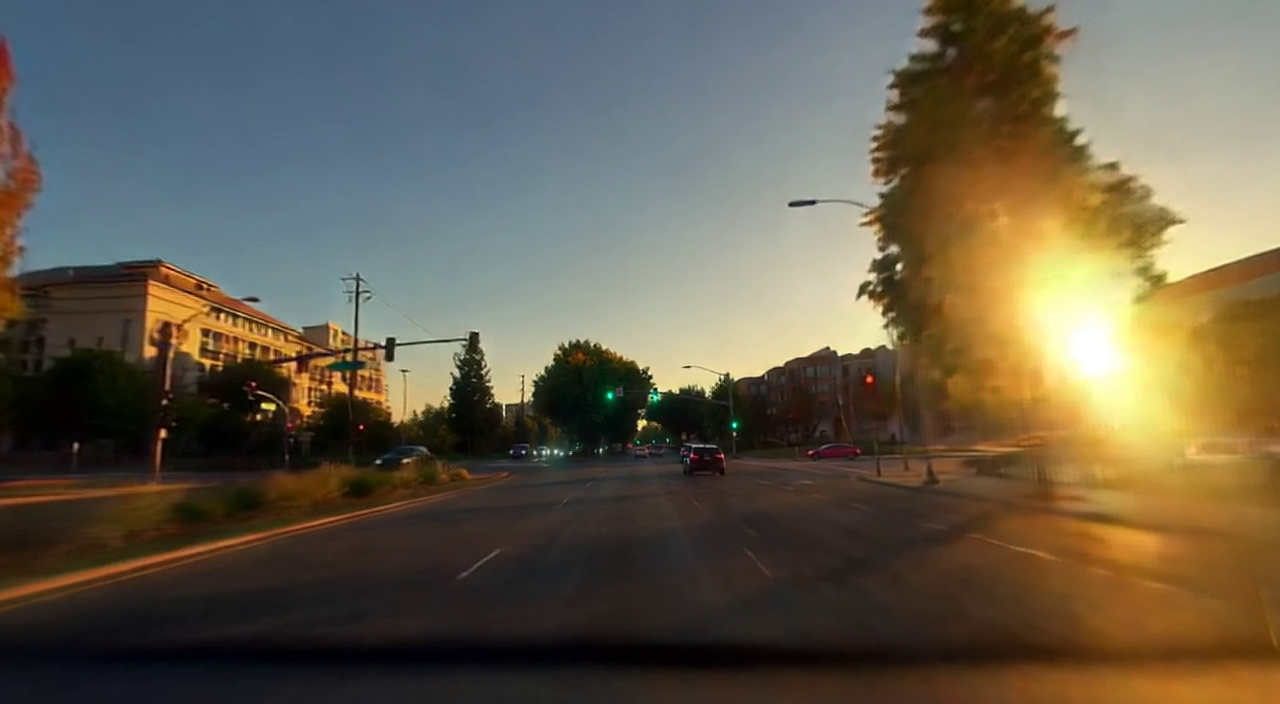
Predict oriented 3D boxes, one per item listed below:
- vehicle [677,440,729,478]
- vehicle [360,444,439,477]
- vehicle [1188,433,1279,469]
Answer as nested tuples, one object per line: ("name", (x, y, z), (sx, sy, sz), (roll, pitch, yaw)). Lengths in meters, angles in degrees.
("vehicle", (3.093, 5.369, 31.933), (2.069, 1.761, 4.610), (0, -9, -1))
("vehicle", (-11.814, 5.349, 31.404), (2.059, 1.503, 4.483), (0, -9, 1))
("vehicle", (25.503, 4.133, 26.373), (1.828, 1.384, 3.794), (0, -9, 1))
